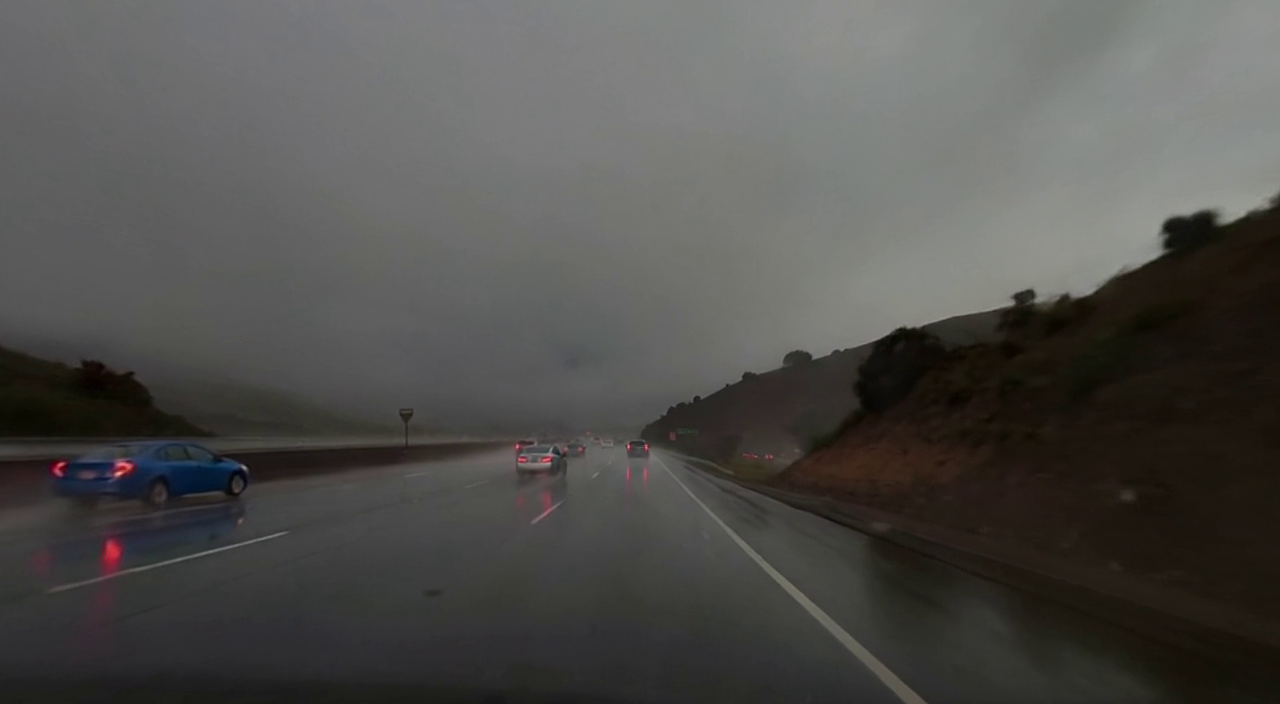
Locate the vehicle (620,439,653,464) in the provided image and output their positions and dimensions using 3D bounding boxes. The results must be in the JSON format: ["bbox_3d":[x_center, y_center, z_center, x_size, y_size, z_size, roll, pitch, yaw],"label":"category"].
[{"bbox_3d":[-0.242,6.905,43.980,2.138,1.674,4.044,0,-8,0],"label":"vehicle"}]

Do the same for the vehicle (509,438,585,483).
[{"bbox_3d":[-3.391,4.071,23.953,2.080,1.505,4.649,-1,-8,1],"label":"vehicle"}]

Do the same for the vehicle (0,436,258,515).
[{"bbox_3d":[-11.337,2.711,14.513,1.945,1.466,4.947,0,-8,1],"label":"vehicle"}]
